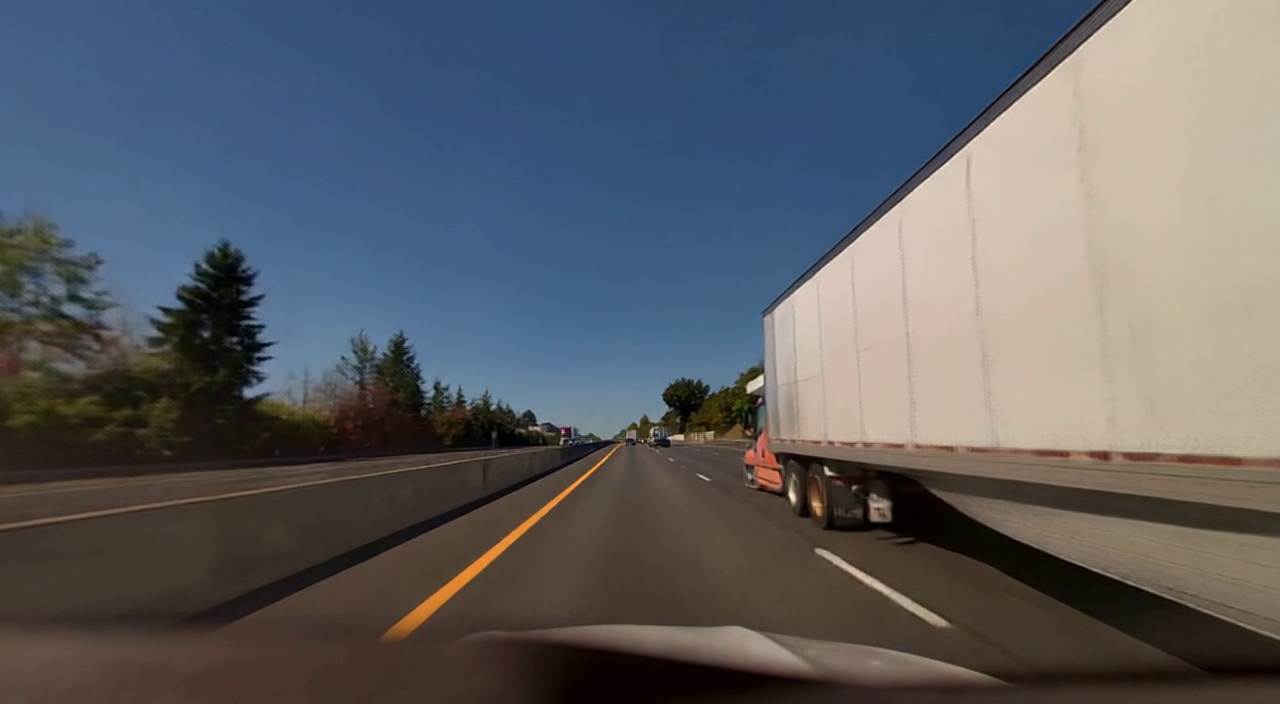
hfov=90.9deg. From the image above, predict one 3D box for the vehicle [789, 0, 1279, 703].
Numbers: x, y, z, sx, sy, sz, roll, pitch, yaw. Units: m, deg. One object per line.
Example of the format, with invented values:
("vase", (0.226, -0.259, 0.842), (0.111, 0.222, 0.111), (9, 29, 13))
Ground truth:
("vehicle", (3.504, 0.118, 5.119), (3.004, 3.894, 5.738), (0, -8, -1))
